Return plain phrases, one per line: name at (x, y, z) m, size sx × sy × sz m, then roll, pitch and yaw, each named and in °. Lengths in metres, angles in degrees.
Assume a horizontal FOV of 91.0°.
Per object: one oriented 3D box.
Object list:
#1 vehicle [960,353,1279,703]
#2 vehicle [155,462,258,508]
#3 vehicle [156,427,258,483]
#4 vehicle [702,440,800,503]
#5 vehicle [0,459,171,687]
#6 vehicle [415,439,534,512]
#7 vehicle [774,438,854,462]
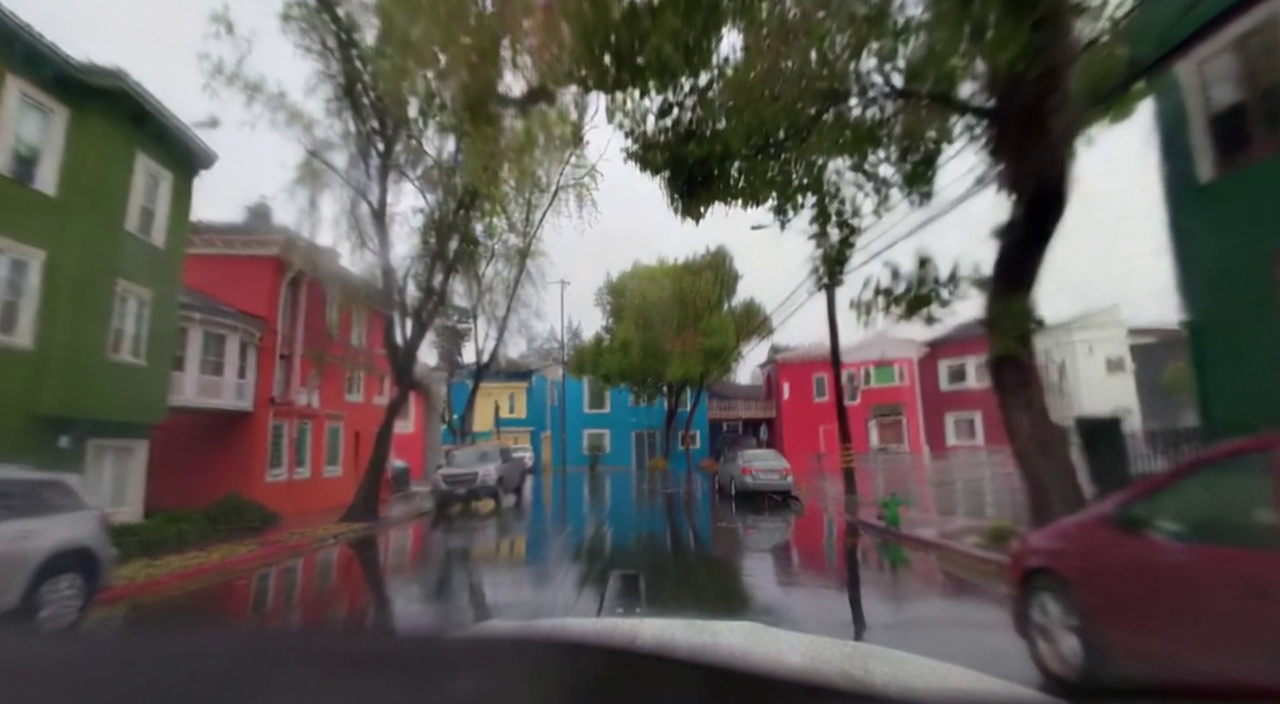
vehicle at (3.484, 0.871, 2.411) m, size 2.070 × 1.728 × 4.358 m, roll 0°, pitch -9°, yaw -2°
vehicle at (-15.760, 4.809, 23.104) m, size 1.563 × 1.433 × 3.492 m, roll 0°, pitch -9°, yaw -7°
vehicle at (-31.023, 7.304, 45.491) m, size 2.473 × 2.922 × 6.719 m, roll 0°, pitch 0°, yaw 3°
vehicle at (3.493, 3.878, 20.889) m, size 2.109 × 1.811 × 4.886 m, roll 0°, pitch -9°, yaw -3°
vehicle at (-5.420, 1.478, 3.821) m, size 1.849 × 1.560 × 4.227 m, roll 0°, pitch -9°, yaw 0°
vehicle at (-5.411, 4.117, 21.732) m, size 2.480 × 2.084 × 6.353 m, roll 0°, pitch -9°, yaw -1°
vehicle at (11.248, 6.364, 40.909) m, size 4.644 × 1.482 × 1.997 m, roll -1°, pitch -9°, yaw 3°
